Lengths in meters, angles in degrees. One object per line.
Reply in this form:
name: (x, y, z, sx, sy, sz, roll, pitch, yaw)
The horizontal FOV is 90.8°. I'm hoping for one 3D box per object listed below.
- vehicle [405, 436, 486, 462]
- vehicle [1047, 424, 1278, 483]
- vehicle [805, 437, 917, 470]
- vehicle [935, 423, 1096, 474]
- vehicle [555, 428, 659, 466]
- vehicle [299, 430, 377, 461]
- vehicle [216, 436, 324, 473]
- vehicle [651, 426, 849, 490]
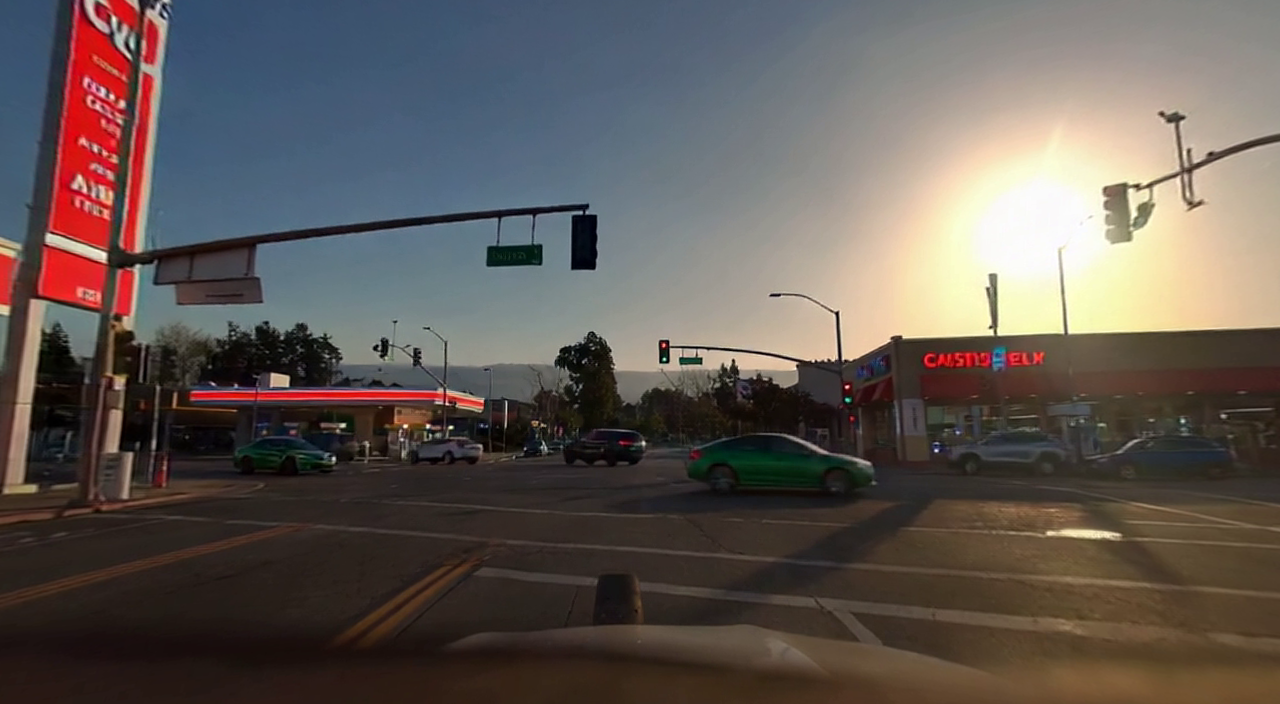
vehicle: (-11.889, 5.945, 38.602, 4.801, 1.466, 1.830, -5, -10, 27)
vehicle: (14.721, 2.917, 18.245, 4.681, 1.495, 2.096, -5, -10, 26)
vehicle: (10.757, 4.973, 31.007, 4.792, 1.467, 1.831, -8, -12, 42)
vehicle: (12.984, 3.402, 22.257, 4.568, 1.643, 1.911, -4, -9, 24)
vehicle: (-1.574, 4.458, 29.620, 4.562, 1.676, 1.819, -5, -10, 26)
vehicle: (-18.071, 5.628, 37.744, 4.311, 1.742, 1.864, -5, -10, 26)
vehicle: (-16.145, 4.449, 27.502, 4.670, 1.458, 1.959, -6, -10, 30)
vehicle: (2.863, 2.802, 16.804, 4.806, 1.482, 1.862, -5, -10, 28)
